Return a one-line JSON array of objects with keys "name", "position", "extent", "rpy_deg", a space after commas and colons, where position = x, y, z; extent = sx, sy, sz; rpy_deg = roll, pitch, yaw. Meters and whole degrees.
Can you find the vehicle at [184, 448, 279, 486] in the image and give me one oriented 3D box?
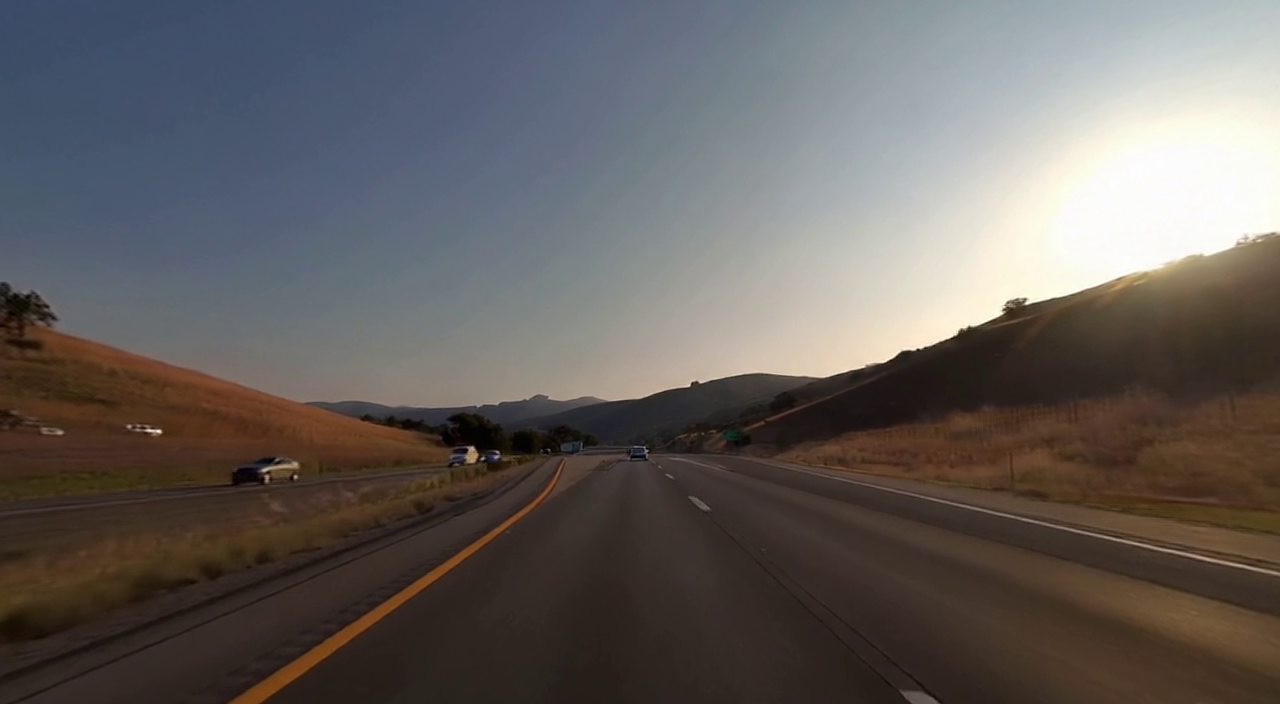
[{"name": "vehicle", "position": [-21.142, 5.936, 32.961], "extent": [1.946, 1.778, 4.485], "rpy_deg": [0, -9, 0]}]
